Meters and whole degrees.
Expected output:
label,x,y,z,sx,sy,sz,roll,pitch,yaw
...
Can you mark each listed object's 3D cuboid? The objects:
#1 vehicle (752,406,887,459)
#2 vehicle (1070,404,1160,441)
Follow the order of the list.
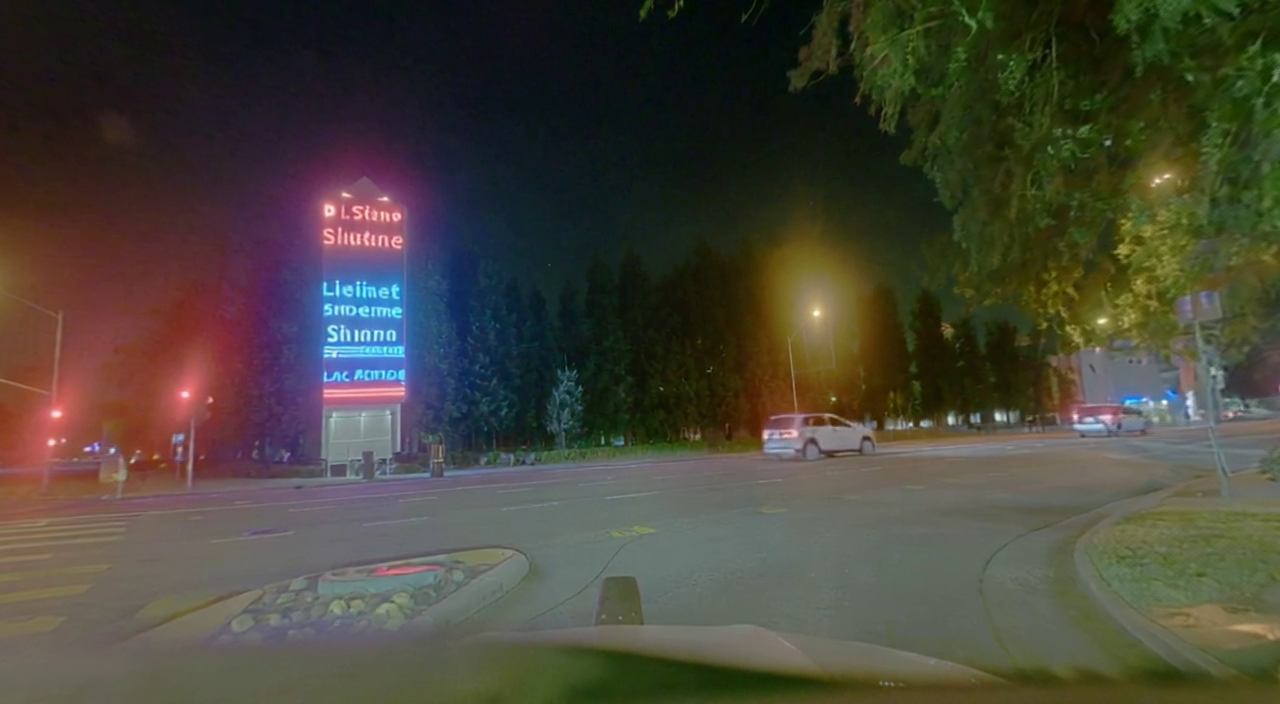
label,x,y,z,sx,sy,sz,roll,pitch,yaw
vehicle,6.596,2.985,23.075,4.689,1.758,2.146,5,-10,-33
vehicle,22.766,3.446,30.219,4.377,1.624,1.953,6,-10,-33
